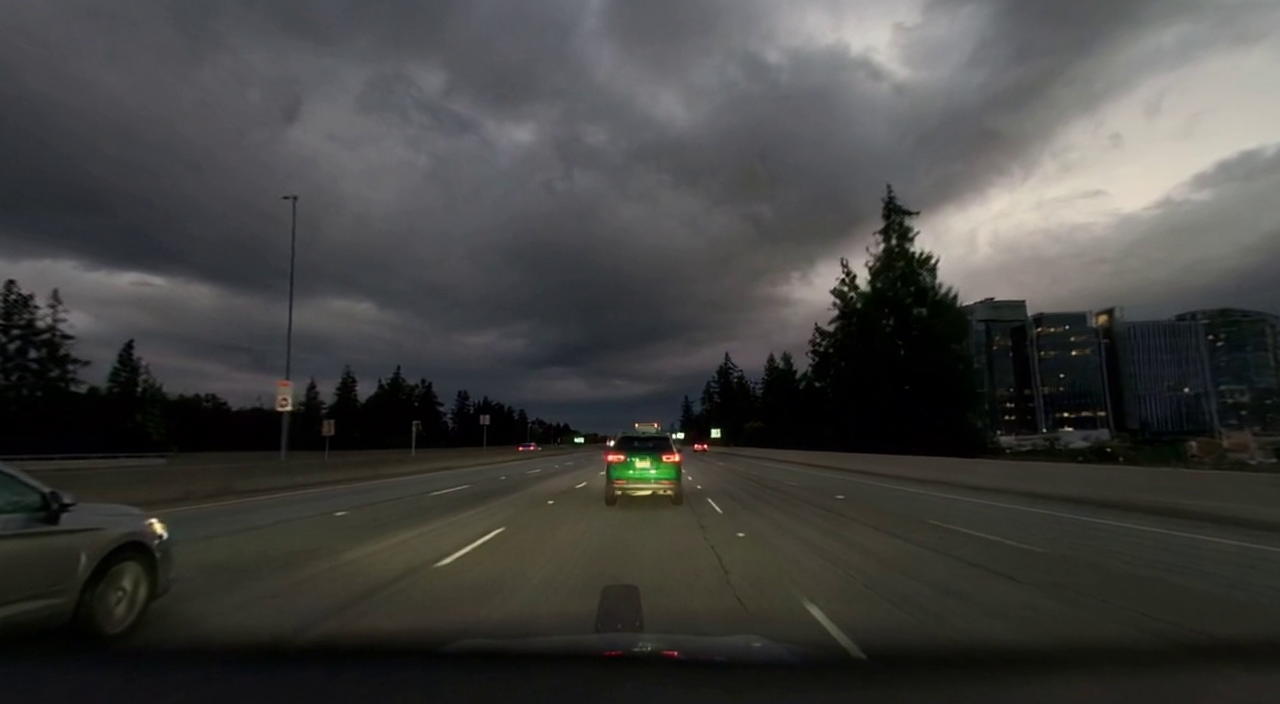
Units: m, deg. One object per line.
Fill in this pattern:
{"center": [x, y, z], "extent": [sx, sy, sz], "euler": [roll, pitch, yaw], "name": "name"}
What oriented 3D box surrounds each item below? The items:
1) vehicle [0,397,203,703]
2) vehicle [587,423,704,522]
{"center": [-4.006, 0.837, 2.088], "extent": [1.969, 1.520, 4.190], "euler": [0, -9, 2], "name": "vehicle"}
{"center": [0.149, 2.511, 13.609], "extent": [2.111, 1.742, 4.315], "euler": [0, -9, 1], "name": "vehicle"}
